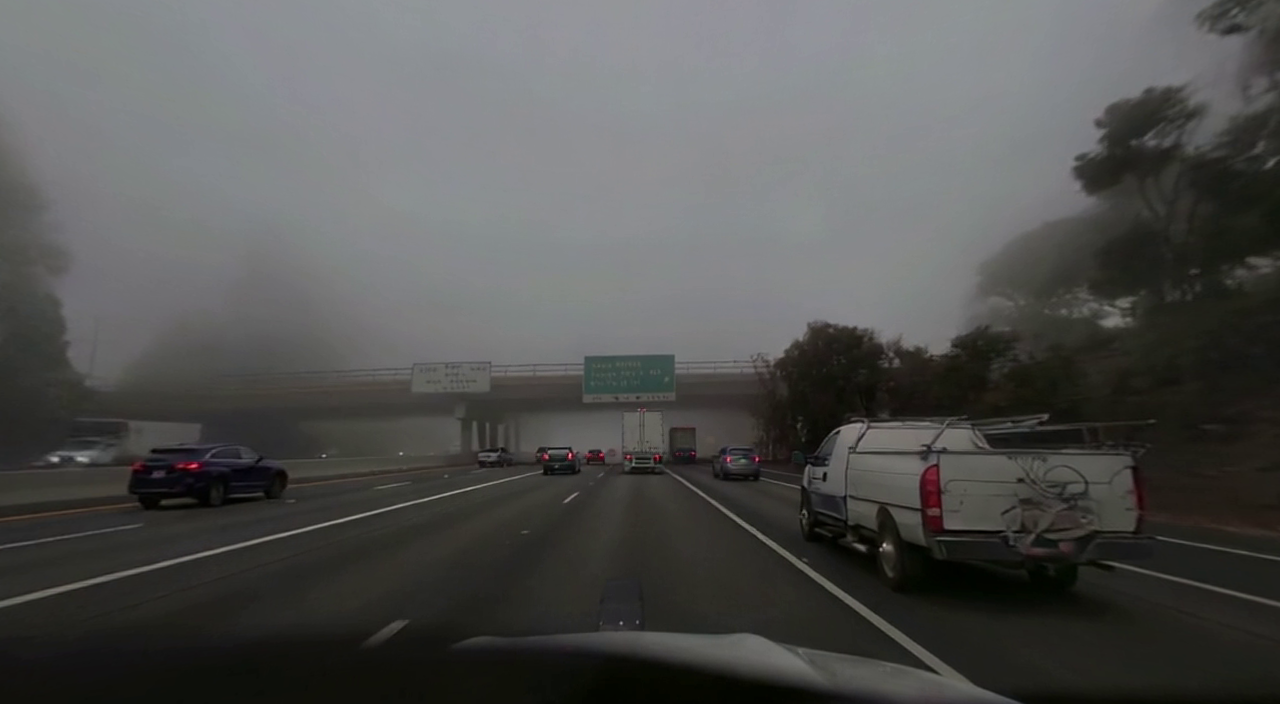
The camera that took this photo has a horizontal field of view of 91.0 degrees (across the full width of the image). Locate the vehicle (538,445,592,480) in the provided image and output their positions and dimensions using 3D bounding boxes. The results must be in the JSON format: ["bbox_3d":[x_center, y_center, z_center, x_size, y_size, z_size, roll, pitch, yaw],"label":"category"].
[{"bbox_3d":[-3.580,5.340,30.778,2.083,1.576,4.307,0,-9,1],"label":"vehicle"}]

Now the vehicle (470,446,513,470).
[{"bbox_3d":[-10.903,7.807,46.564,2.080,1.637,4.581,0,-9,0],"label":"vehicle"}]

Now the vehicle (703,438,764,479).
[{"bbox_3d":[4.216,4.883,29.062,2.107,1.707,4.445,0,-9,0],"label":"vehicle"}]

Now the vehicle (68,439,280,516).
[{"bbox_3d":[-11.185,3.010,15.615,1.966,1.627,4.258,0,-9,0],"label":"vehicle"}]
